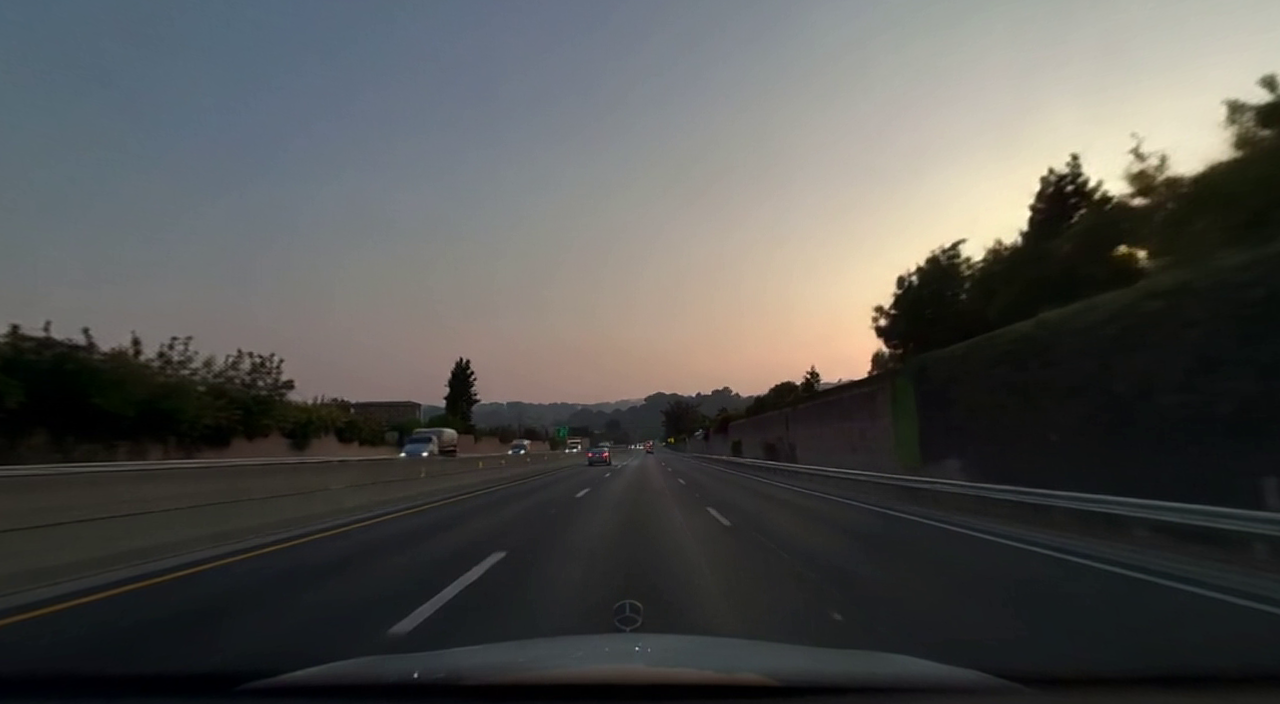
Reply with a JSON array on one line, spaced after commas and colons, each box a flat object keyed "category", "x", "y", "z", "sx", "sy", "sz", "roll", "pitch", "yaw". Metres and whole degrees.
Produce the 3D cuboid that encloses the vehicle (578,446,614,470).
[{"category": "vehicle", "x": -2.871, "y": 7.035, "z": 42.021, "sx": 1.991, "sy": 1.473, "sz": 4.707, "roll": 0, "pitch": -9, "yaw": 0}]
